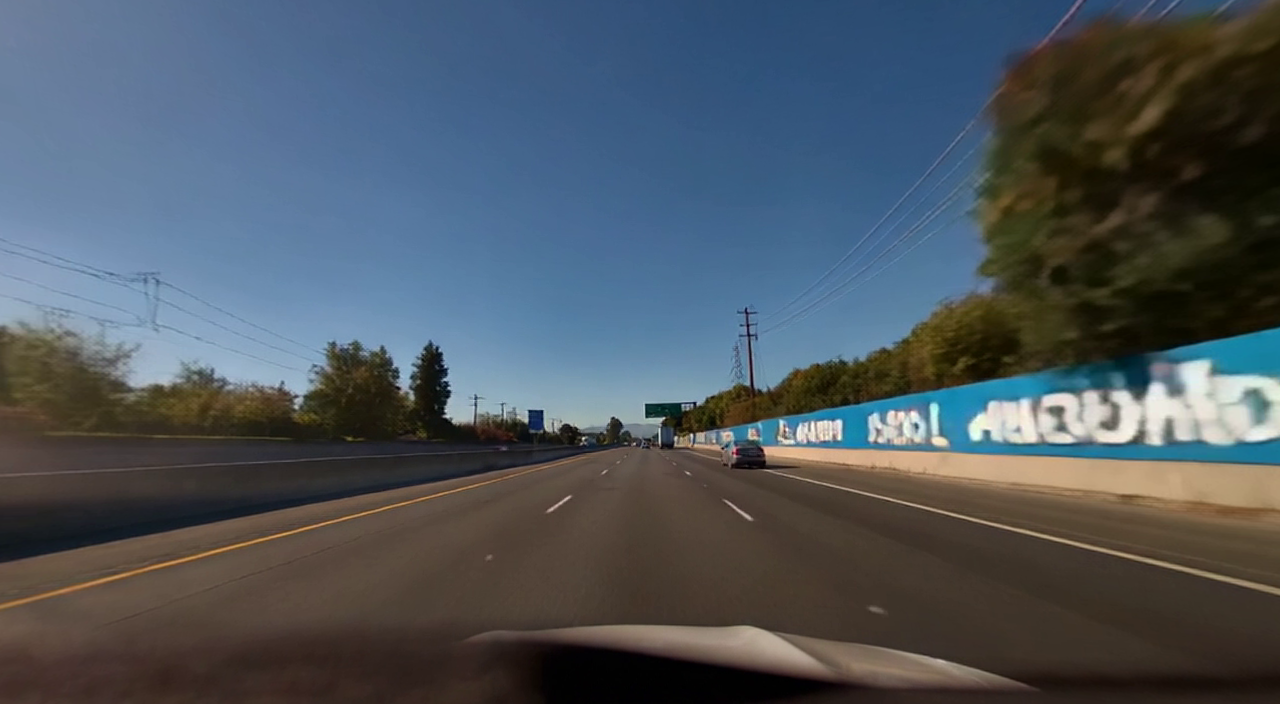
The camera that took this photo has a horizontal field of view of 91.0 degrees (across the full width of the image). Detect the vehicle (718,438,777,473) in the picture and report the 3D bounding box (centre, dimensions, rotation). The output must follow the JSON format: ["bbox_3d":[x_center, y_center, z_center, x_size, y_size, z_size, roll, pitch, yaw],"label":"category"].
[{"bbox_3d":[4.895,4.791,29.240,1.991,1.494,3.951,0,-8,-1],"label":"vehicle"}]
